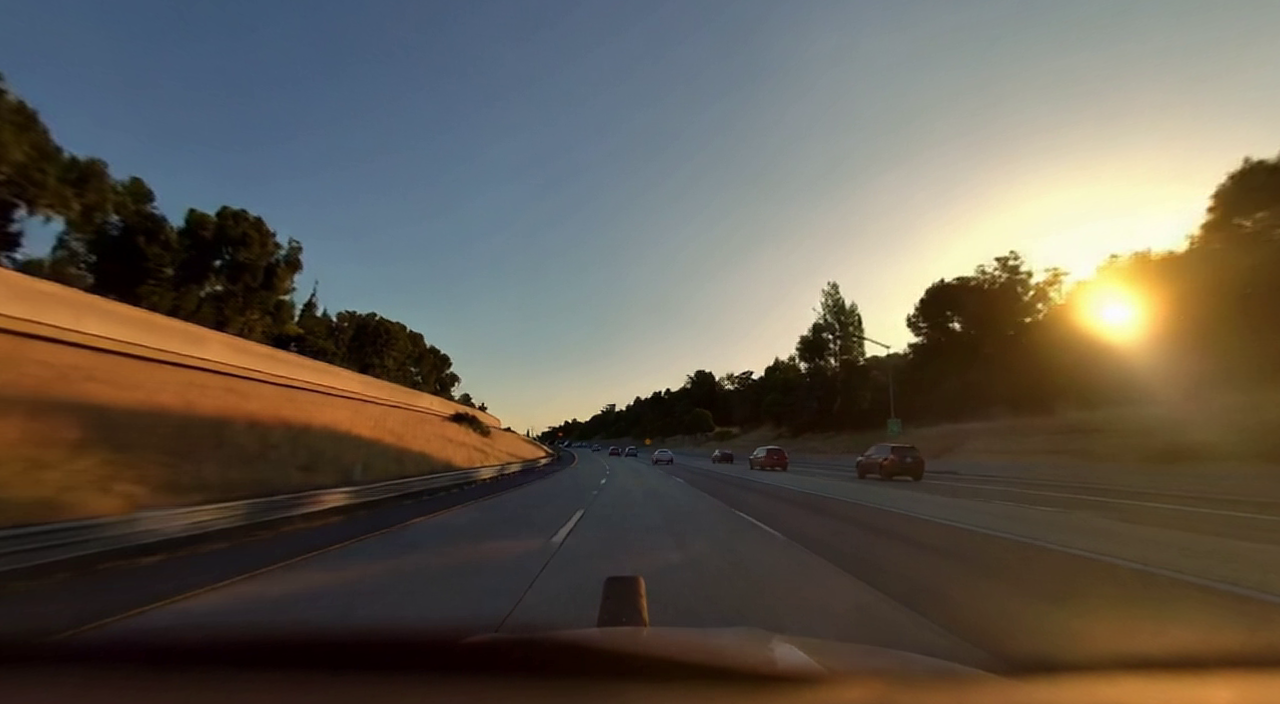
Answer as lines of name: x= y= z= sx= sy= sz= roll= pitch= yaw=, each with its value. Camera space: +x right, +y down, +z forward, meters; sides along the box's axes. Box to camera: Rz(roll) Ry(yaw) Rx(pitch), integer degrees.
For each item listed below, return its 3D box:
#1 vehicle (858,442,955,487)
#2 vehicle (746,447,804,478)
vehicle: x=10.621 y=4.490 z=25.402 sx=1.986 sy=1.644 sz=4.126 roll=0 pitch=-9 yaw=-2
vehicle: x=6.729 y=5.521 z=31.634 sx=1.940 sy=1.482 sz=3.644 roll=0 pitch=-9 yaw=-3
